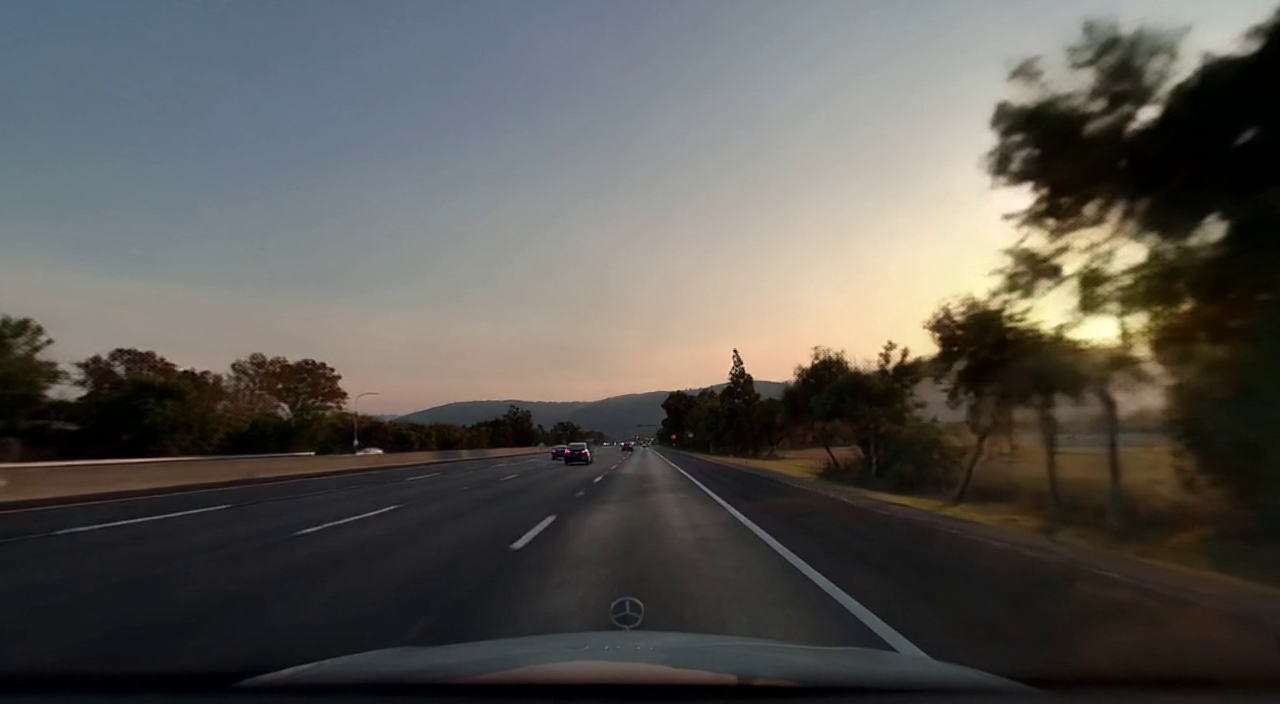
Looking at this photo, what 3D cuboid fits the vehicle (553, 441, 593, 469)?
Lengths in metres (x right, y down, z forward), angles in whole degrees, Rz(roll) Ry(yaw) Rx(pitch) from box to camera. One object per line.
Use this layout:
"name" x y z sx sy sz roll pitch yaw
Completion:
"vehicle" -3.718 5.787 35.674 1.786 1.488 4.023 0 -8 1
